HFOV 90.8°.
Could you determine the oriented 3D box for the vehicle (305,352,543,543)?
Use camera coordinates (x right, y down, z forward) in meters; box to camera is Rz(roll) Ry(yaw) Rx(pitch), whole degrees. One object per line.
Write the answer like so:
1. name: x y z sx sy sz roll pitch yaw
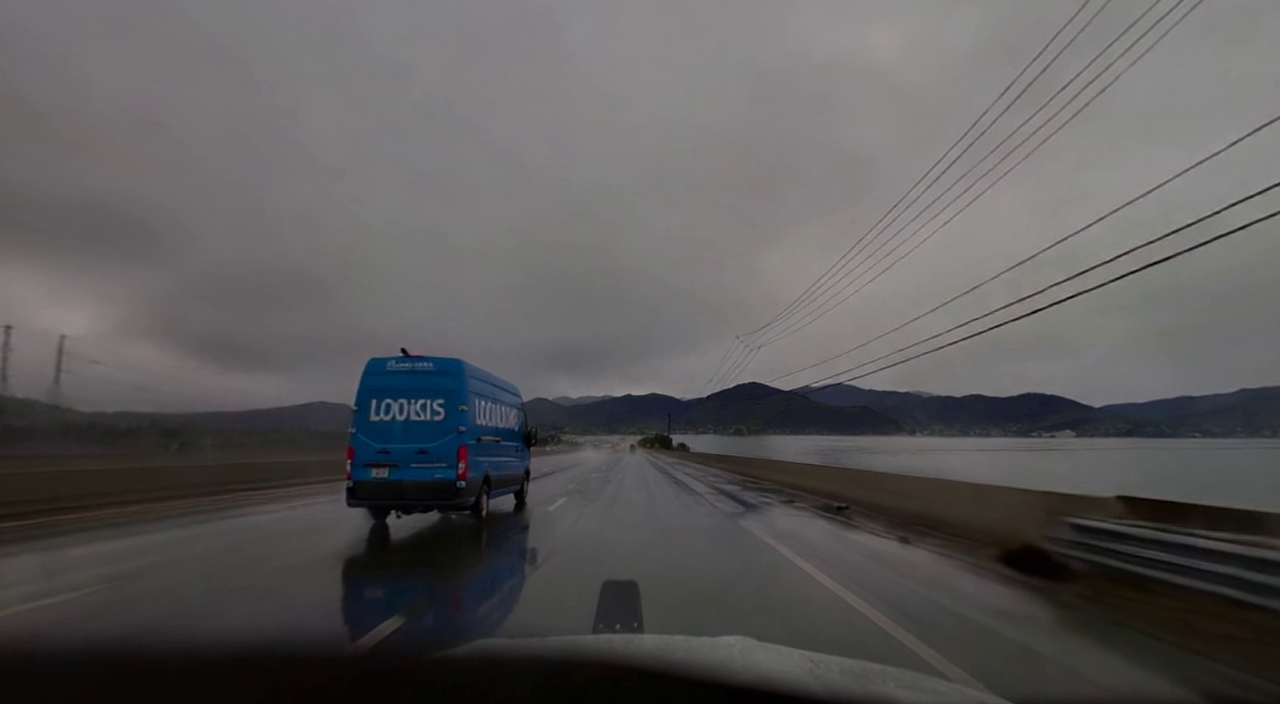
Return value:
1. vehicle: -3.634 1.853 12.530 2.331 2.757 6.581 0 -8 0
